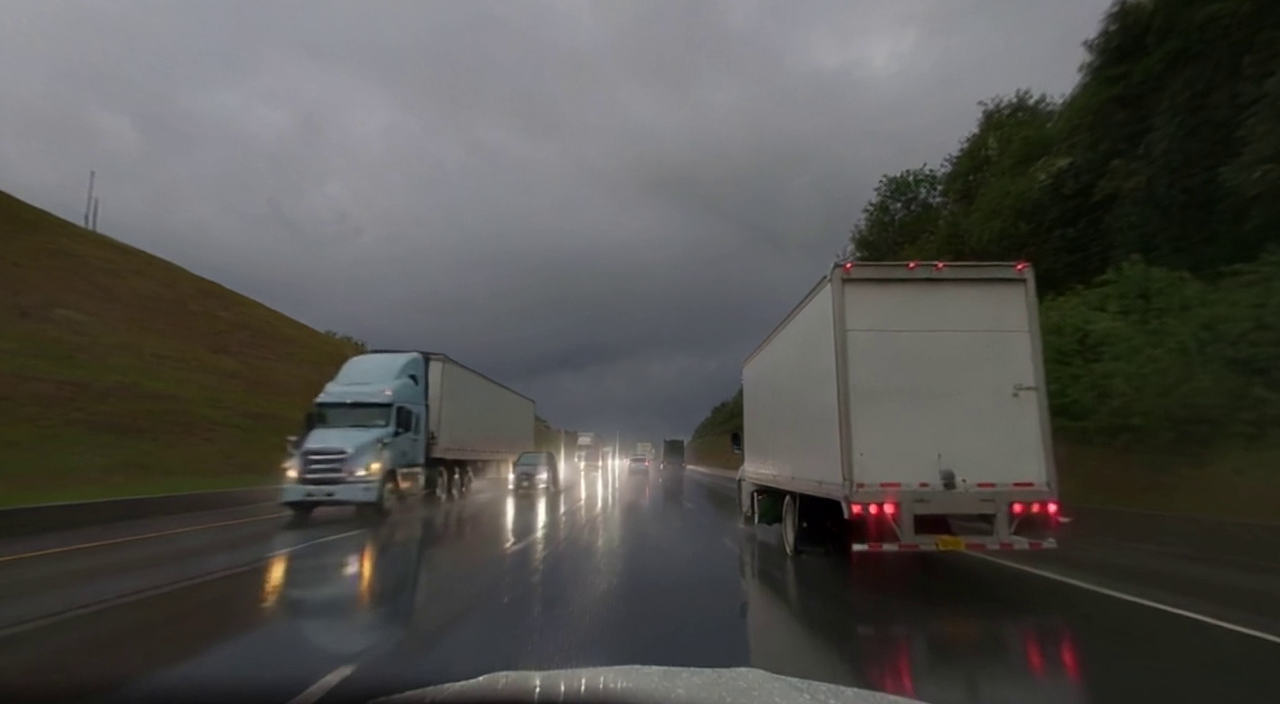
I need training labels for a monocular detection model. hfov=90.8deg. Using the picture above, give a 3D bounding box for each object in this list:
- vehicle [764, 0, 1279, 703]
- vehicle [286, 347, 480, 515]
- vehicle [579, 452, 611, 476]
[{"bbox_3d":[3.248,-0.238,2.311,2.845,4.071,14.008,0,-9,0],"label":"vehicle"},{"bbox_3d":[-6.815,2.301,17.953,2.910,3.989,5.837,0,-9,0],"label":"vehicle"},{"bbox_3d":[-3.353,8.400,47.388,2.008,1.671,4.126,0,-9,1],"label":"vehicle"}]
